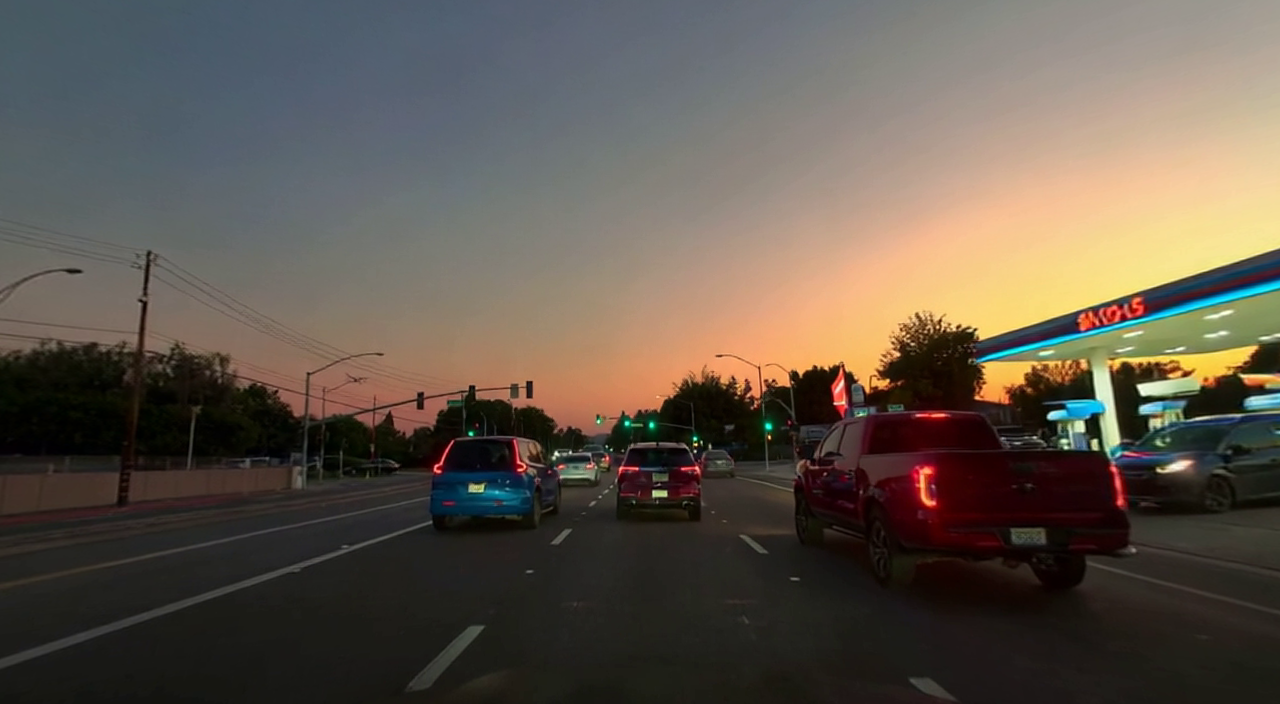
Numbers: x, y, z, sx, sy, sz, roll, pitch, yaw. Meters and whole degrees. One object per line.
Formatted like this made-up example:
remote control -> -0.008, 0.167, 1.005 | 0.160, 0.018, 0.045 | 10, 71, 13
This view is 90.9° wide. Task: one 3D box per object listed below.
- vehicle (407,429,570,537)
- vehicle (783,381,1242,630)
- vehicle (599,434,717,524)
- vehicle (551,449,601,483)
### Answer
vehicle -> -2.706, 2.466, 12.447 | 2.019, 1.731, 4.299 | 0, -9, 2
vehicle -> 3.413, 1.555, 7.473 | 2.161, 1.868, 5.321 | 0, -9, 0
vehicle -> 0.317, 2.682, 13.823 | 2.181, 1.650, 4.083 | 0, -9, 0
vehicle -> -3.067, 5.522, 30.861 | 1.954, 1.497, 4.078 | 0, -9, 1
